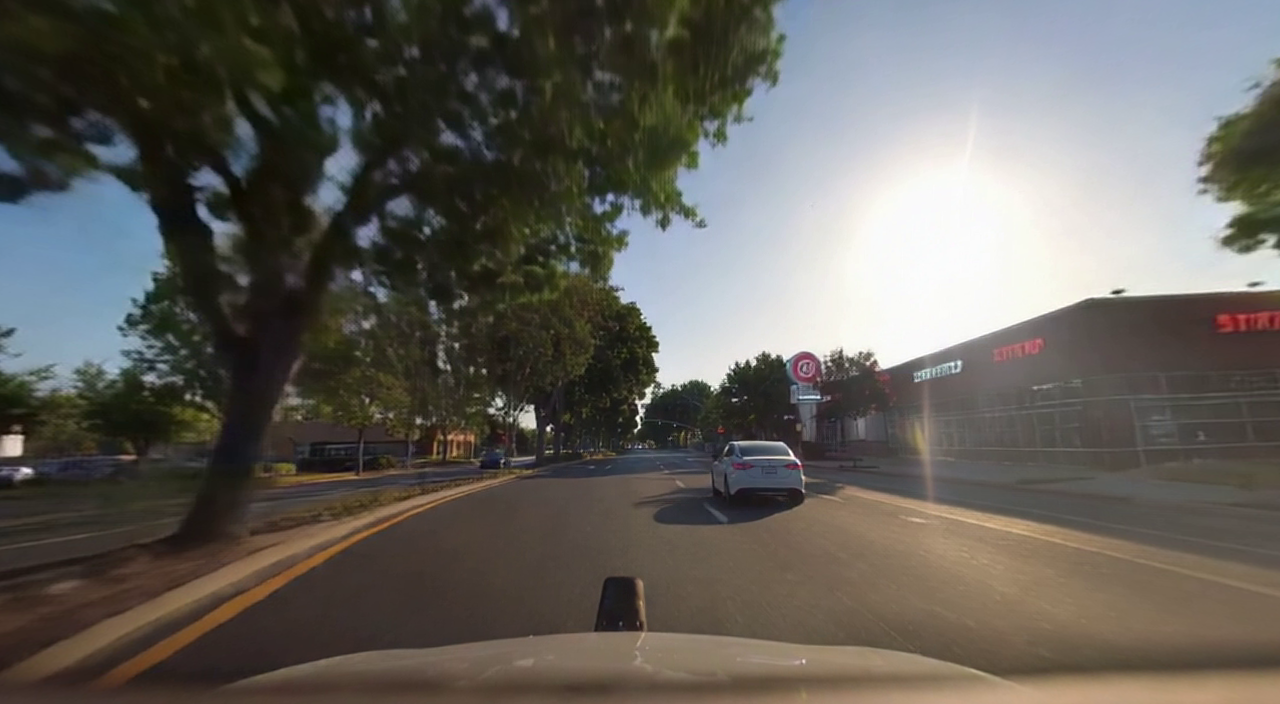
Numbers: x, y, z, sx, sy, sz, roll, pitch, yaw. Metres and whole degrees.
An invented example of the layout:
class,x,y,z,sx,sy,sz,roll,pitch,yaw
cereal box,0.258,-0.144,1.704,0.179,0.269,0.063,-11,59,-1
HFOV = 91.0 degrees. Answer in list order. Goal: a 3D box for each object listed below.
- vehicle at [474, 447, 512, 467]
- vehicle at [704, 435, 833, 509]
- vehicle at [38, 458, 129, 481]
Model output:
class,x,y,z,sx,sy,sz,roll,pitch,yaw
vehicle,-11.536,8.260,49.704,1.944,1.512,4.278,0,-8,1
vehicle,2.820,2.751,14.930,2.015,1.479,4.444,0,-8,-1
vehicle,-41.080,8.652,46.525,4.663,1.593,1.913,1,-9,-4
